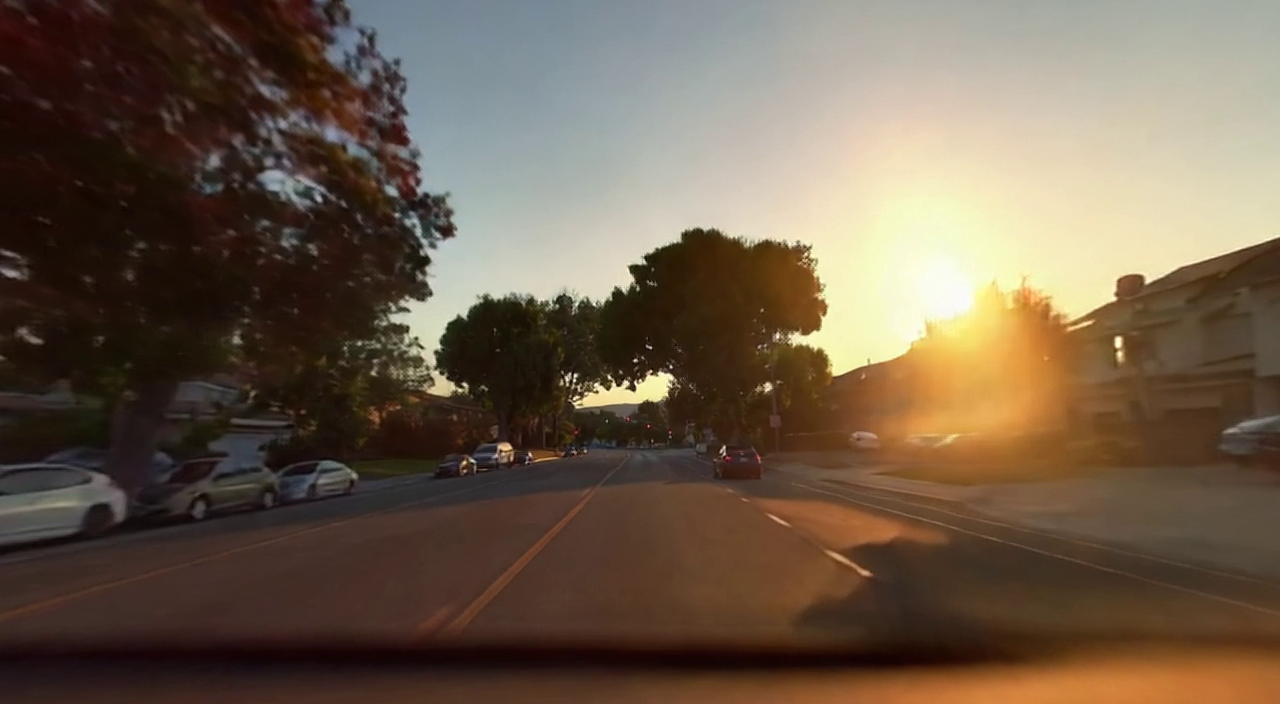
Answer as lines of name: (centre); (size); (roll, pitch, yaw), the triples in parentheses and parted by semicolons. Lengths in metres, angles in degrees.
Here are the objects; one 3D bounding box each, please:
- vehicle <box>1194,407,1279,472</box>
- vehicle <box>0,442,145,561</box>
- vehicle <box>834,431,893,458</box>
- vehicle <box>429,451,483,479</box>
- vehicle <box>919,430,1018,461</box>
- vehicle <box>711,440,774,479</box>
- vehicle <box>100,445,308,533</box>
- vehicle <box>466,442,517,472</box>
vehicle: (17.740, 2.572, 18.411); (2.155, 1.670, 4.506); (-8, -11, 40)
vehicle: (-10.828, 2.434, 10.132); (2.083, 1.791, 4.585); (-5, -8, -1)
vehicle: (15.582, 6.490, 44.206); (2.129, 1.699, 4.906); (0, -8, -3)
vehicle: (-10.725, 6.571, 36.984); (1.829, 1.441, 4.355); (-1, -8, 0)
vehicle: (17.419, 5.004, 33.608); (4.065, 1.557, 2.107); (0, -9, -1)
vehicle: (4.342, 4.625, 27.399); (1.956, 1.492, 4.425); (0, -8, 0)
vehicle: (-10.761, 3.343, 16.139); (2.231, 1.736, 4.630); (-4, -8, -3)
vehicle: (-10.718, 7.598, 45.946); (2.180, 1.953, 5.787); (-1, -8, 1)
